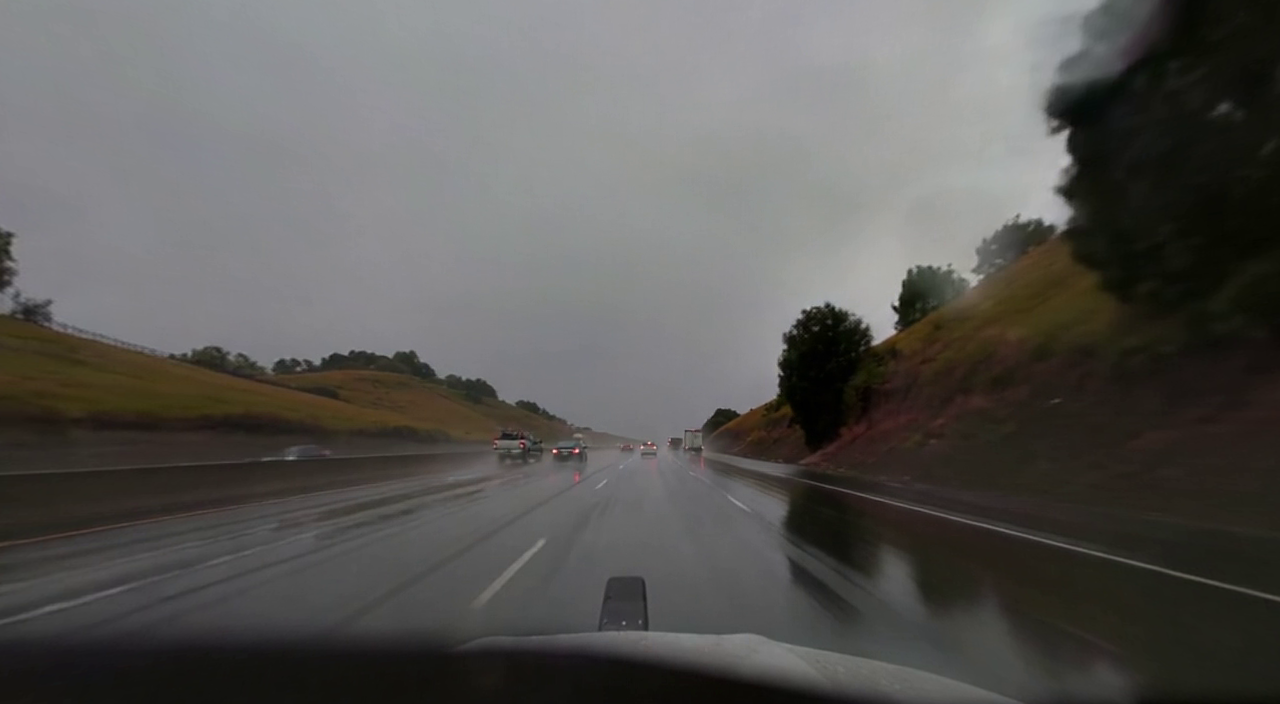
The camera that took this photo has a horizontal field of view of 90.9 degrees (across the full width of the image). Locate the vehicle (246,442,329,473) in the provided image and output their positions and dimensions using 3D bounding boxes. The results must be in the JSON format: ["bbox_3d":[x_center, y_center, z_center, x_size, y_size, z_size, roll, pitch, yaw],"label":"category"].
[{"bbox_3d":[-20.691,6.180,37.262,1.933,1.660,4.943,0,-8,2],"label":"vehicle"}]

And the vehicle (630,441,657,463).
[{"bbox_3d":[0.282,7.627,48.299,2.031,1.566,3.904,0,-8,0],"label":"vehicle"}]

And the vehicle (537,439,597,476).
[{"bbox_3d":[-3.172,4.722,28.514,2.091,1.552,4.516,0,-8,1],"label":"vehicle"}]

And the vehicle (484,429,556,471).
[{"bbox_3d":[-6.417,5.346,34.619,2.589,2.063,6.206,0,-8,1],"label":"vehicle"}]
